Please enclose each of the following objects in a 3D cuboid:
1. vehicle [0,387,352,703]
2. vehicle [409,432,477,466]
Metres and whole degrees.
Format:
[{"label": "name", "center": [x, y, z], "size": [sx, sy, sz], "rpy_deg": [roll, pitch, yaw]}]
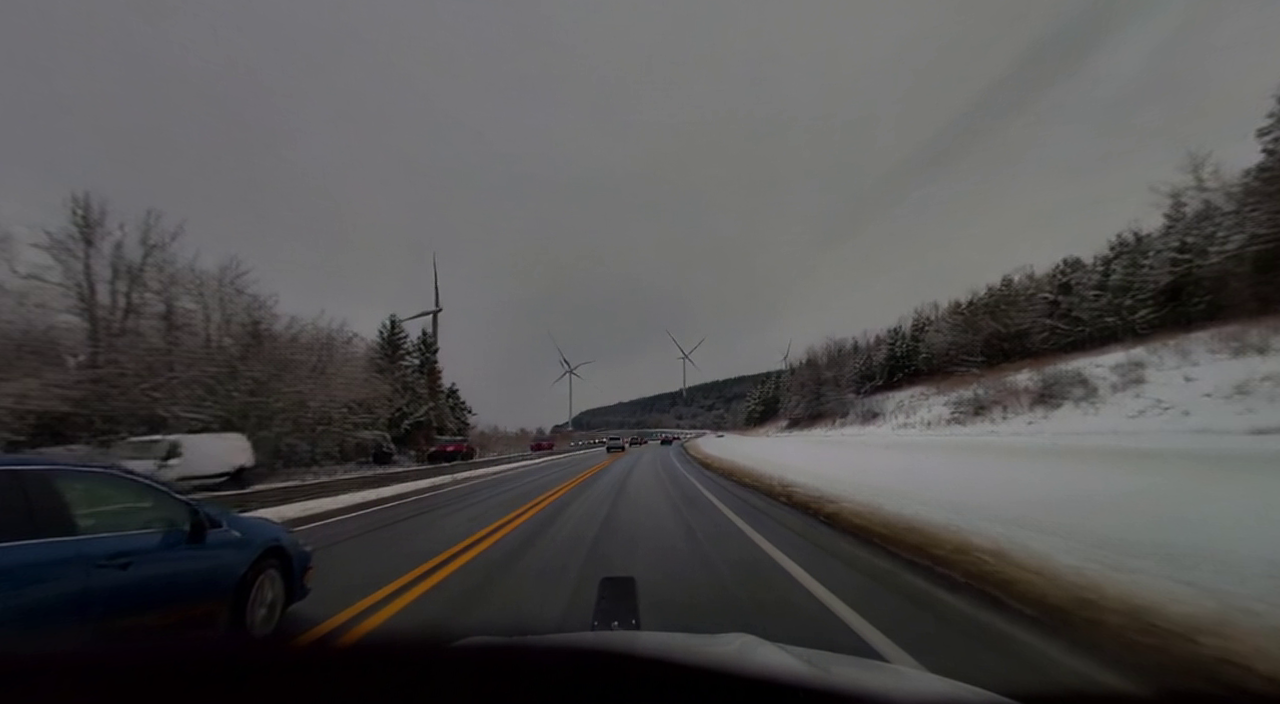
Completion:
[{"label": "vehicle", "center": [-2.886, 0.841, 1.961], "size": [1.918, 1.443, 4.422], "rpy_deg": [0, -8, -1]}, {"label": "vehicle", "center": [-9.228, 4.552, 29.860], "size": [1.823, 1.509, 4.008], "rpy_deg": [0, -8, 2]}]
